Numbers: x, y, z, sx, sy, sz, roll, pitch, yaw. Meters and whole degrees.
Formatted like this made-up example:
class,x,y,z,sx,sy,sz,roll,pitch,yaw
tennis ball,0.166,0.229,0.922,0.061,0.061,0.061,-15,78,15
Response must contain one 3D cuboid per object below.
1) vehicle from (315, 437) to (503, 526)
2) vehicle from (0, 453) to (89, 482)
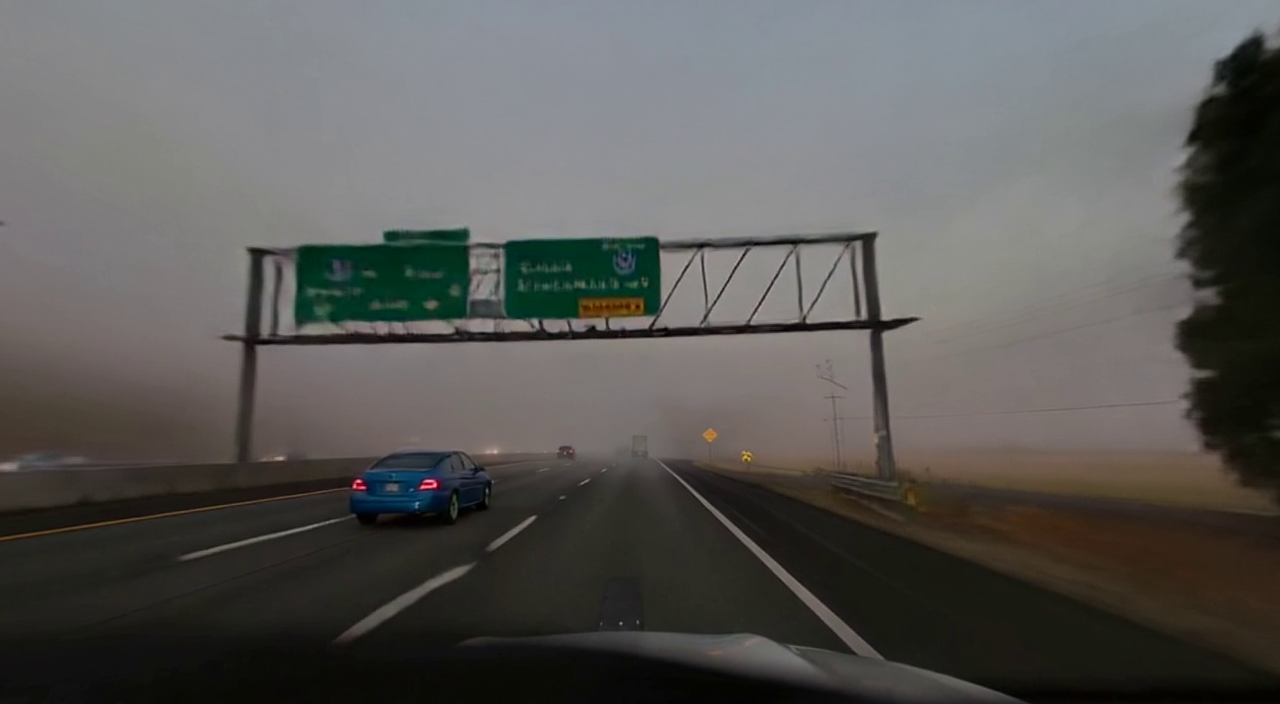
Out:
class,x,y,z,sx,sy,sz,roll,pitch,yaw
vehicle,-4.419,2.543,12.984,2.104,1.501,4.459,0,-9,1
vehicle,-36.190,6.886,37.786,1.822,1.519,4.725,0,-9,1
